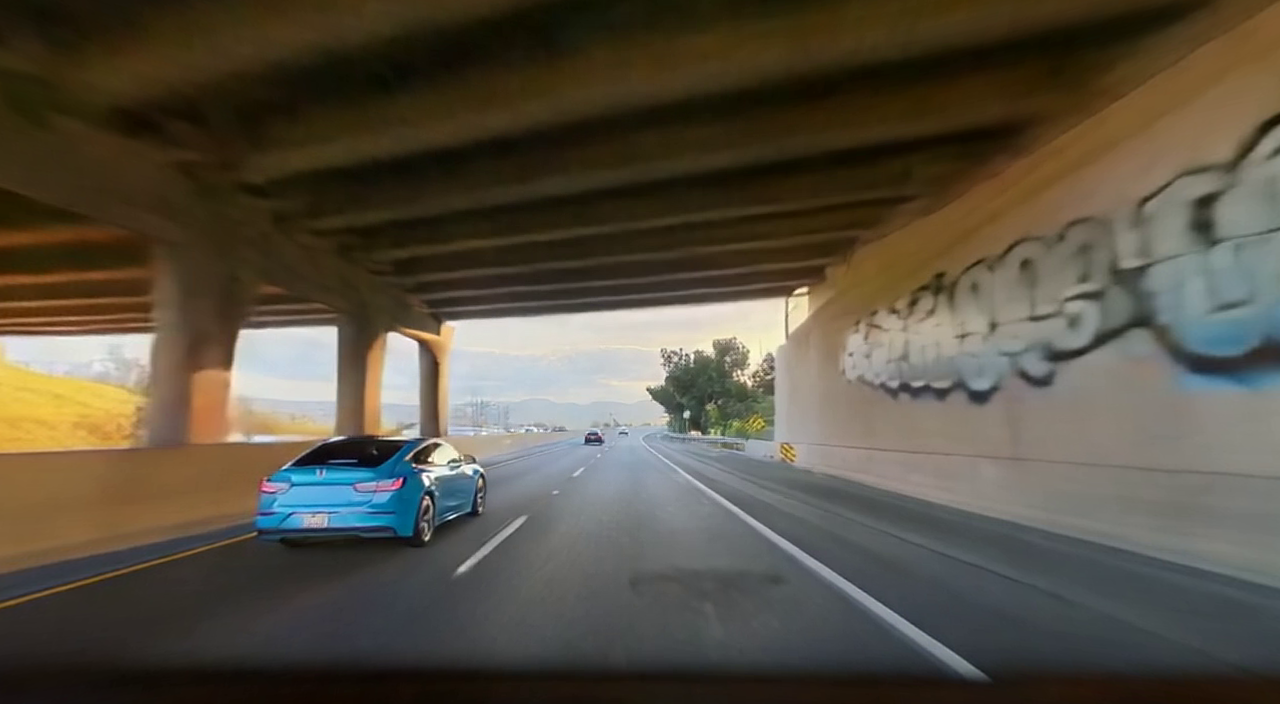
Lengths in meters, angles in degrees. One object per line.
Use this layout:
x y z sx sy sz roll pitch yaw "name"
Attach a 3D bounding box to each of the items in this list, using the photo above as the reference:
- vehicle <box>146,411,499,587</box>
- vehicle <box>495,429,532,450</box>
-3.345 1.614 7.951 2.108 1.555 4.574 0 -8 -1 "vehicle"
-9.381 6.527 47.049 2.016 1.432 3.691 0 -8 0 "vehicle"
